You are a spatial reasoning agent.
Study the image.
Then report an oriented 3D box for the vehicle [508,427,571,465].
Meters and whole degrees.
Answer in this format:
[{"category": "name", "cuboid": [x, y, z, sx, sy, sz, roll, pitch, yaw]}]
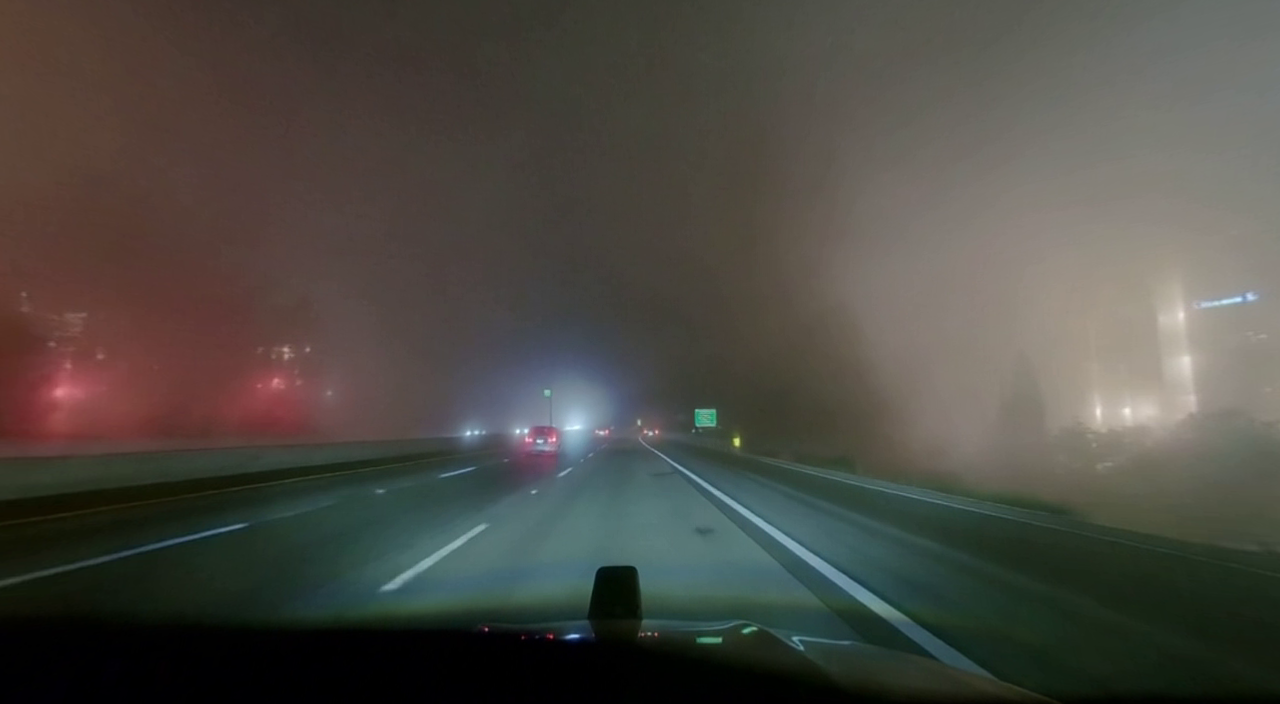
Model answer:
[{"category": "vehicle", "cuboid": [-4.242, 4.054, 27.263, 1.996, 1.490, 4.571, 0, -8, 0]}]
